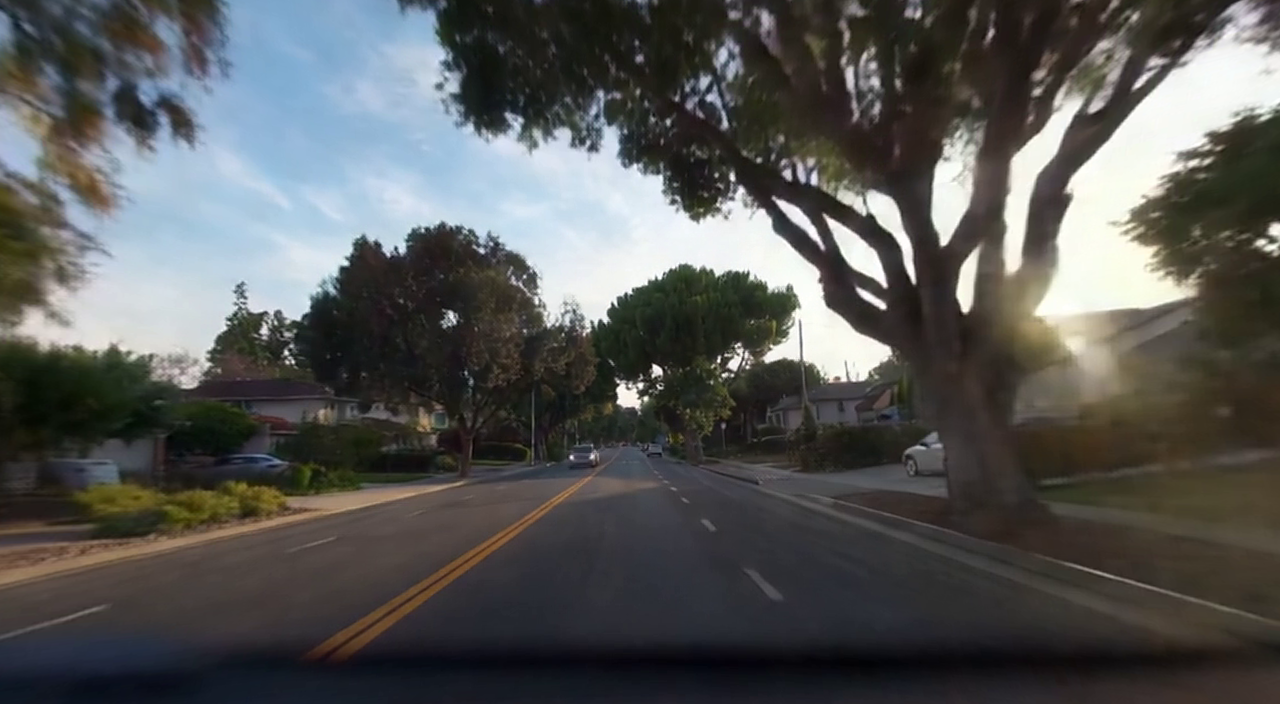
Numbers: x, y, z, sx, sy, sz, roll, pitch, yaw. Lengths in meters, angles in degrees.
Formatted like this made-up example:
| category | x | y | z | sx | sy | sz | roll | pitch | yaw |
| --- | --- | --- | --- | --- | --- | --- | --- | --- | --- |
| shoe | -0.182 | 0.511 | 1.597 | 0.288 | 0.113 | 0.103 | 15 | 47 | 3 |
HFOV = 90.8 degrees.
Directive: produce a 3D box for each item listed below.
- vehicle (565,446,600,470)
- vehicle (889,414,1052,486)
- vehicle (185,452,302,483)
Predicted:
| category | x | y | z | sx | sy | sz | roll | pitch | yaw |
| --- | --- | --- | --- | --- | --- | --- | --- | --- | --- |
| vehicle | -4.157 | 7.786 | 46.587 | 2.208 | 1.663 | 4.326 | 0 | -9 | 0 |
| vehicle | 10.677 | 3.257 | 21.131 | 2.305 | 2.041 | 5.711 | 0 | -9 | 0 |
| vehicle | -19.707 | 5.750 | 31.529 | 4.459 | 1.432 | 1.979 | 0 | -9 | -1 |
